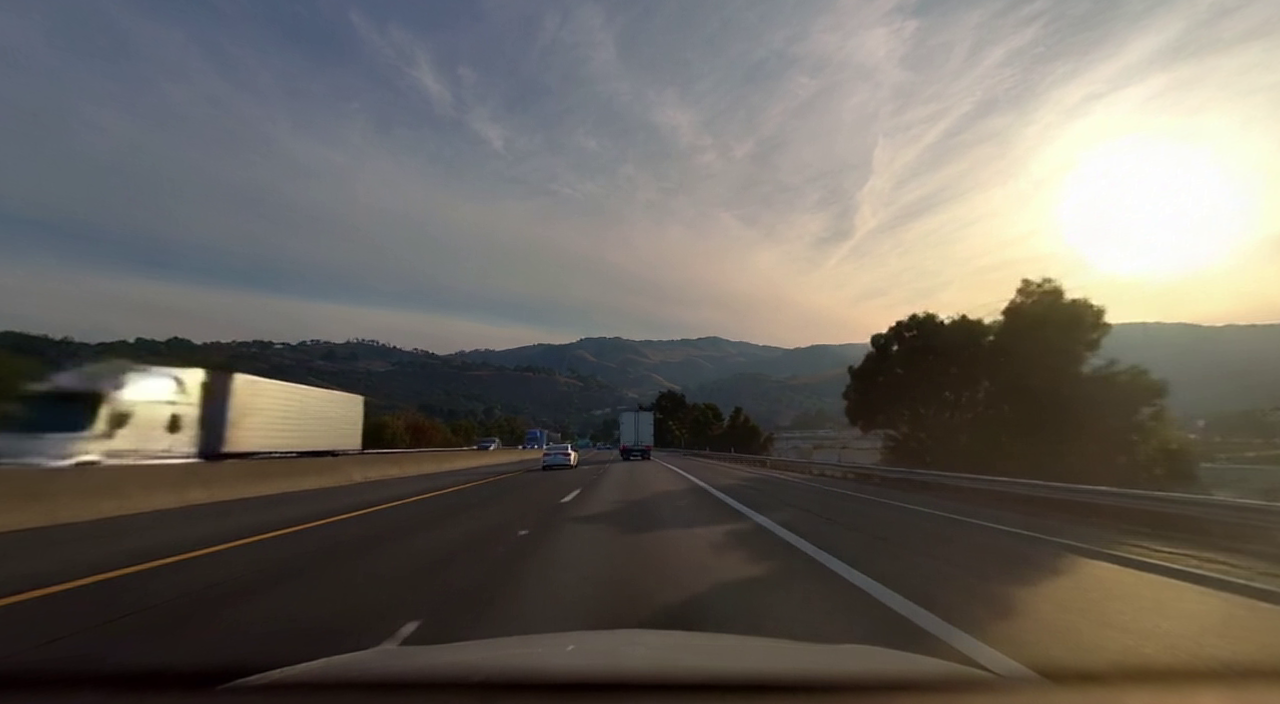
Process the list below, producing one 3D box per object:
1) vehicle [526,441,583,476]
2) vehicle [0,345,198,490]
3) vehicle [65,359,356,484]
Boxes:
[{"bbox_3d":[-3.939,5.023,29.687,2.057,1.519,4.372,0,-9,0],"label":"vehicle"},{"bbox_3d":[-17.143,2.155,20.067,3.116,4.225,3.440,0,-9,-1],"label":"vehicle"},{"bbox_3d":[-17.269,3.342,27.625,3.275,4.097,13.776,0,-9,-1],"label":"vehicle"}]
